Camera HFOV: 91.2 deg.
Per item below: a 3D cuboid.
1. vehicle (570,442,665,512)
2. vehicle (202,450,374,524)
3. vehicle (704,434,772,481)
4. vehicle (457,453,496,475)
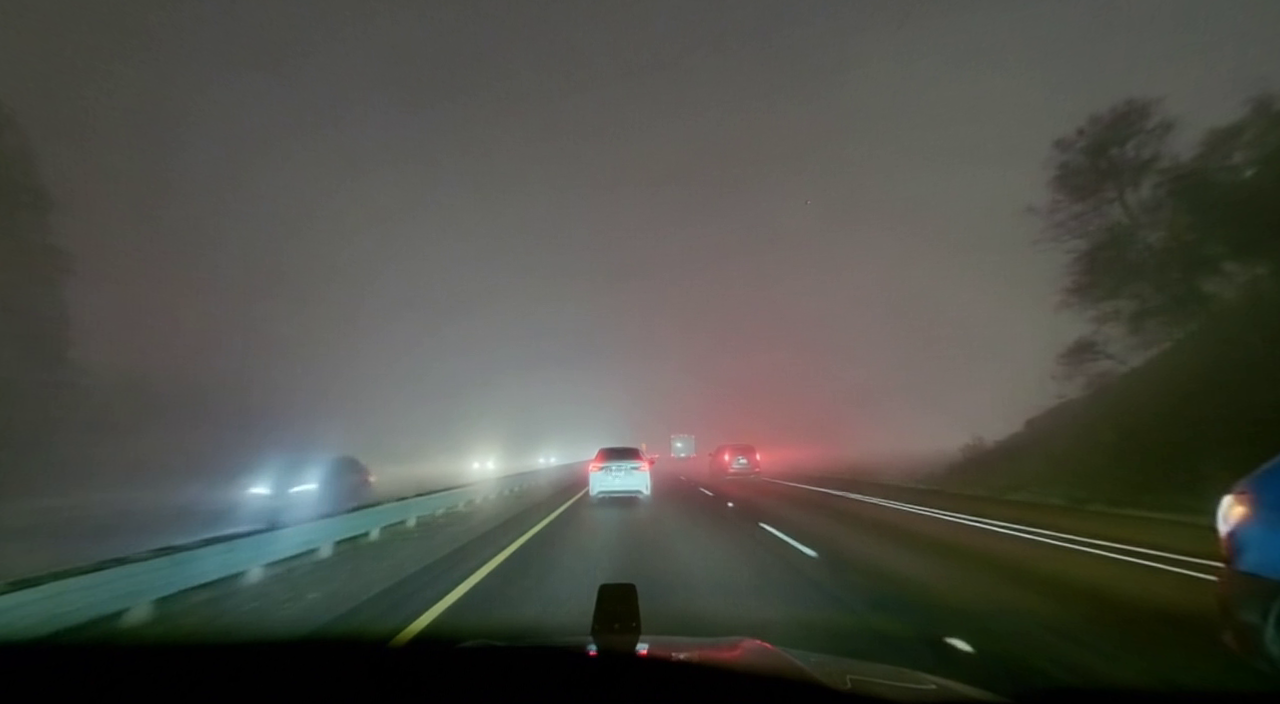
[{"bbox_3d":[-0.484,2.987,15.419,2.029,1.483,3.769,0,-9,0],"label":"vehicle"},{"bbox_3d":[-8.382,3.206,15.454,1.867,1.515,4.107,0,-9,0],"label":"vehicle"},{"bbox_3d":[4.382,4.801,28.780,2.261,1.952,4.784,0,-9,-1],"label":"vehicle"},{"bbox_3d":[-12.510,8.554,48.120,1.823,1.539,4.087,0,-9,1],"label":"vehicle"}]
